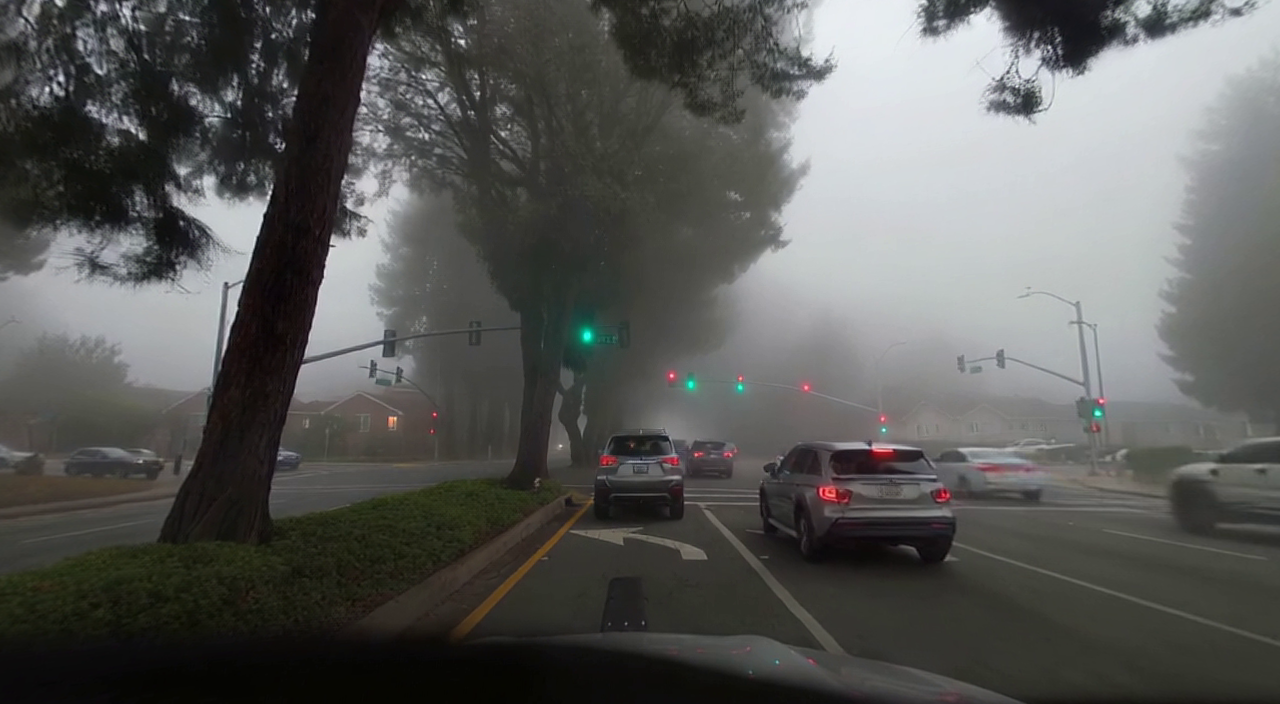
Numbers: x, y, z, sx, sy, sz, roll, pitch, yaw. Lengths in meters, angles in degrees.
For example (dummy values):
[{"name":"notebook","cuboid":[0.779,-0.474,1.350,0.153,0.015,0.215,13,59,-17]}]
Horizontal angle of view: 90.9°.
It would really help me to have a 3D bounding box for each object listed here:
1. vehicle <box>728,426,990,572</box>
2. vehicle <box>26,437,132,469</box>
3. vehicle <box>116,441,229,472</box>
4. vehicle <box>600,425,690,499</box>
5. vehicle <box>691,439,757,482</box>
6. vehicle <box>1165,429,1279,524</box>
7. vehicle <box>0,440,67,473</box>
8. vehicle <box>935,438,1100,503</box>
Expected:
[{"name":"vehicle","cuboid":[2.577,1.848,8.780,2.009,1.480,4.423,0,-8,-1]},{"name":"vehicle","cuboid":[-36.873,6.626,41.531,4.771,1.778,2.032,3,-8,-3]},{"name":"vehicle","cuboid":[-26.350,5.887,35.635,4.724,1.630,1.968,0,-8,-3]},{"name":"vehicle","cuboid":[0.068,2.889,16.873,2.099,1.705,4.020,0,-8,-1]},{"name":"vehicle","cuboid":[3.026,3.991,23.481,1.795,1.457,3.979,0,-8,-2]},{"name":"vehicle","cuboid":[12.701,2.279,11.566,2.085,1.726,4.668,0,-8,1]},{"name":"vehicle","cuboid":[-35.031,5.779,34.941,4.465,1.693,1.959,2,-9,-1]},{"name":"vehicle","cuboid":[9.929,3.115,17.050,1.824,1.511,4.185,0,-8,0]}]
